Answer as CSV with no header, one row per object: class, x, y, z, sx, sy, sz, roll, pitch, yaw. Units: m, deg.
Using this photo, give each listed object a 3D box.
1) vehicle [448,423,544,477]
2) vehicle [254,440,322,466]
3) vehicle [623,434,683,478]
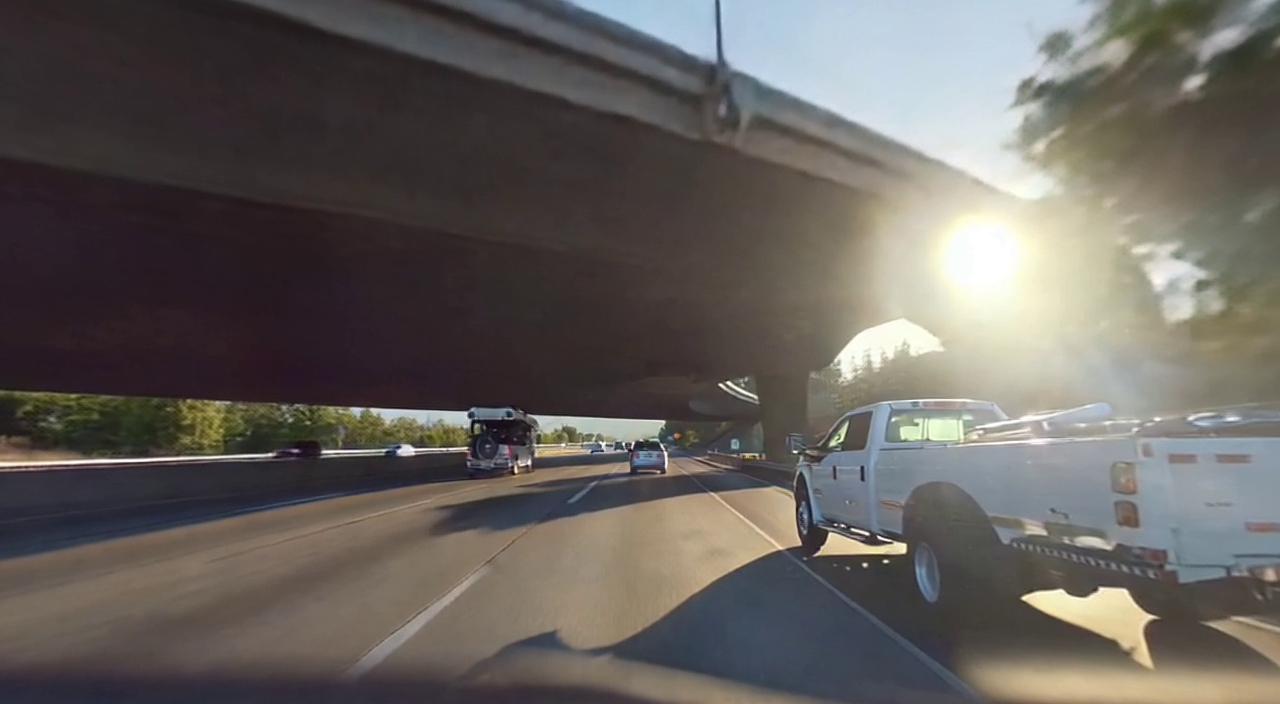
vehicle,-6.540,4.599,29.873,2.827,2.236,7.057,0,-8,1
vehicle,-24.245,6.965,43.647,2.098,1.623,4.448,-1,-8,1
vehicle,0.517,4.406,27.045,2.336,1.722,4.212,0,-8,0
